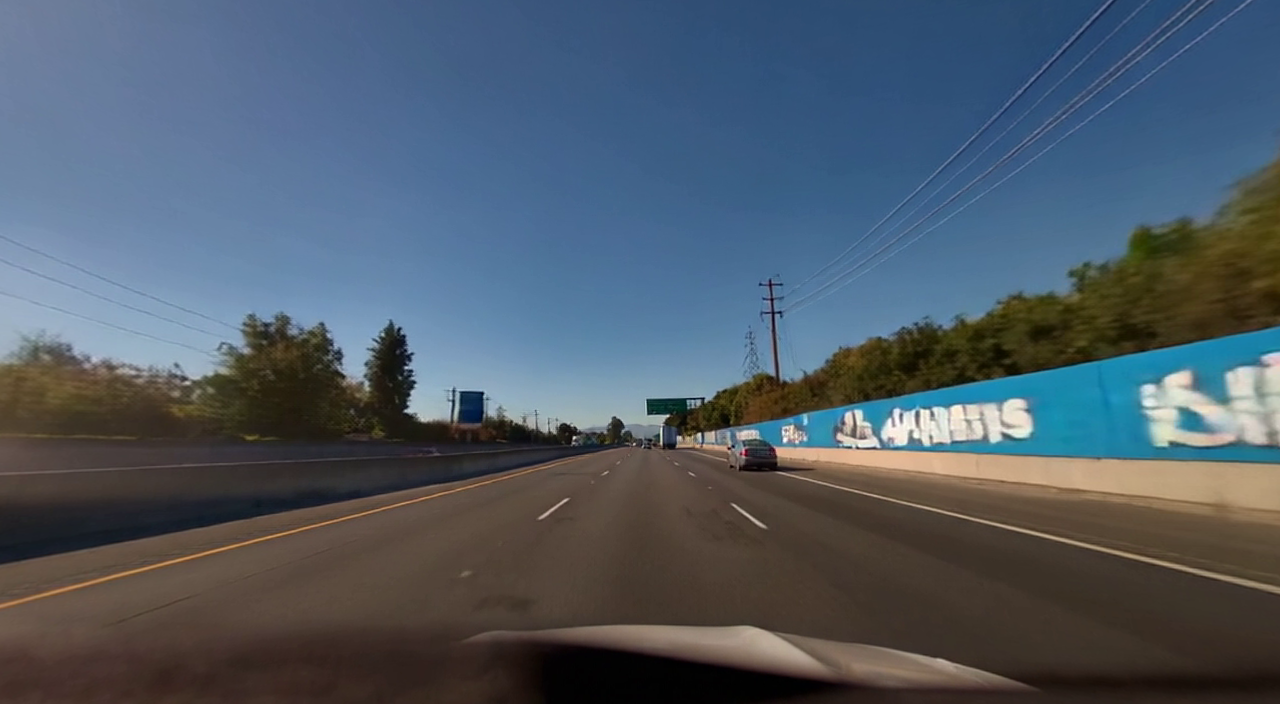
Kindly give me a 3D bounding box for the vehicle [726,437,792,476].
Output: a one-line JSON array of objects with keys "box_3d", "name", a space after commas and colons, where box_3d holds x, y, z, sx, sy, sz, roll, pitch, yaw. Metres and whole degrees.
[{"box_3d": [4.899, 4.361, 26.486, 1.991, 1.494, 3.951, 0, -8, -1], "name": "vehicle"}]
